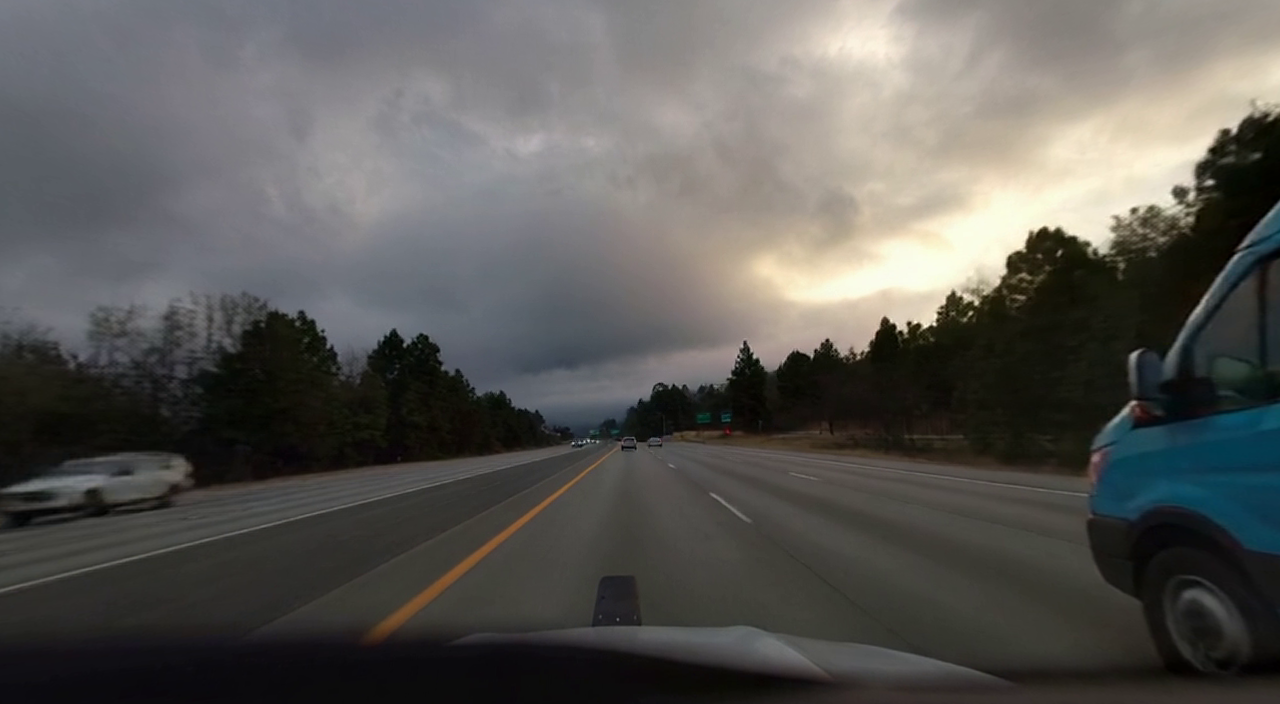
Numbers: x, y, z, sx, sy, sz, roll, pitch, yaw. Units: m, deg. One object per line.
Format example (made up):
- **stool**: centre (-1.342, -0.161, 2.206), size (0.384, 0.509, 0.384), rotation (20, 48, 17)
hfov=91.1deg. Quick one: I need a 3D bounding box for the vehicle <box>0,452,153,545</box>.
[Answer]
- **vehicle**: centre (-13.307, 3.077, 13.613), size (1.959, 1.680, 4.449), rotation (0, -8, 0)
